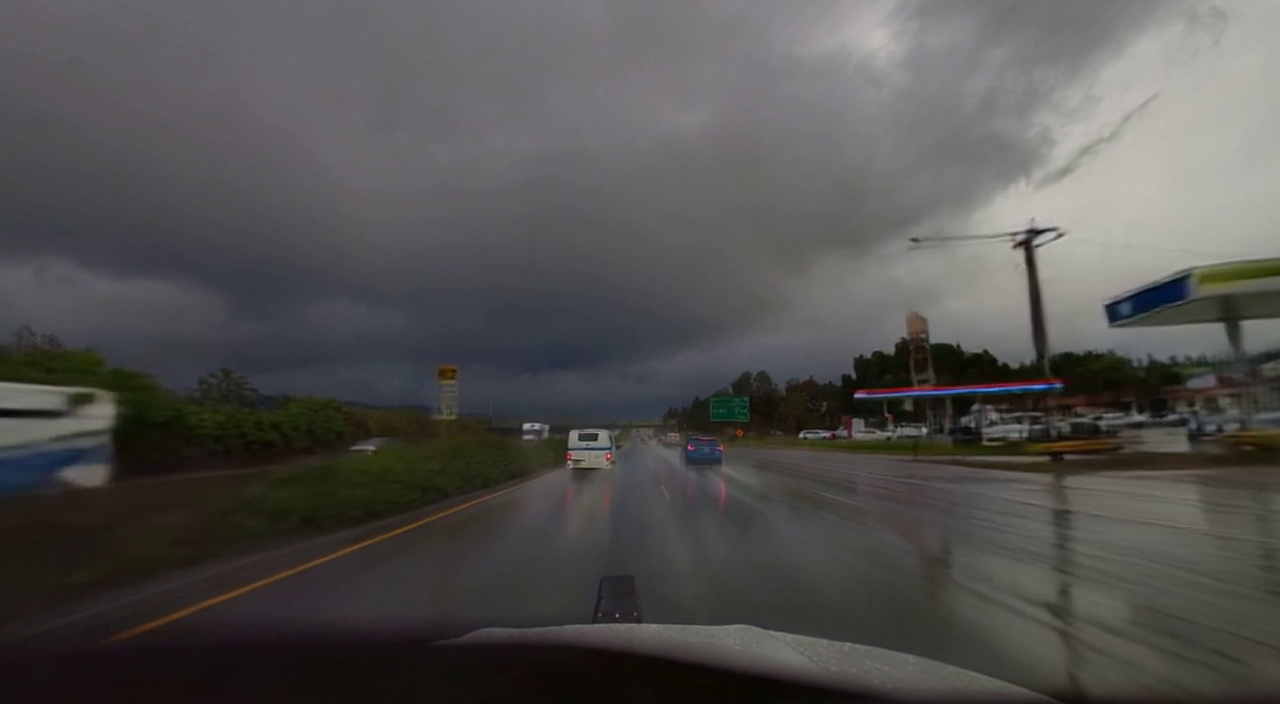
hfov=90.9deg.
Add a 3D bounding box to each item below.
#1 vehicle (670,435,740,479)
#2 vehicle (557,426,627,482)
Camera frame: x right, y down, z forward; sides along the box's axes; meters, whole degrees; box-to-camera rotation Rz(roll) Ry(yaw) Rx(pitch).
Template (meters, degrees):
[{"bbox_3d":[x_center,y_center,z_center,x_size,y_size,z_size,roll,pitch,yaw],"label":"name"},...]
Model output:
[{"bbox_3d":[2.413,4.025,24.591,2.151,1.550,4.694,0,-8,-1],"label":"vehicle"},{"bbox_3d":[-1.547,3.510,21.986,2.061,1.732,4.457,0,-8,0],"label":"vehicle"}]
